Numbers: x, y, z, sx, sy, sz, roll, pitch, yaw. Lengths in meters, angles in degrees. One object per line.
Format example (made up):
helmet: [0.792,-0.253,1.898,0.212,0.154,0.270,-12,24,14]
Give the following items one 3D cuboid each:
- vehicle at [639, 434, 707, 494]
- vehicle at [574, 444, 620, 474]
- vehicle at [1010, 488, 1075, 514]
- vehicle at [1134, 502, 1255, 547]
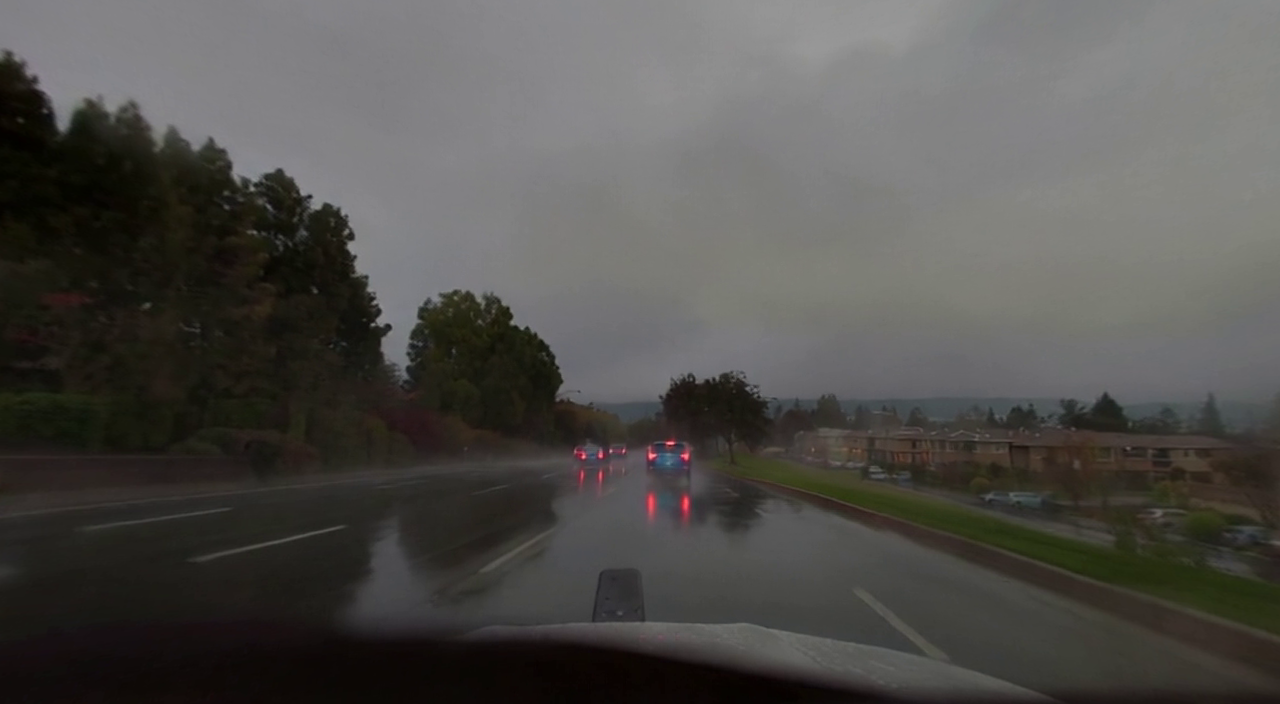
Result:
vehicle: [1.147,3.826,21.937,2.125,1.830,4.370,0,-8,3]
vehicle: [-2.411,6.180,36.656,2.123,1.592,4.505,0,-9,3]
vehicle: [30.775,11.369,48.430,1.845,1.533,4.455,0,-9,-3]
vehicle: [31.554,9.808,36.206,2.067,1.926,5.010,1,-9,-4]
